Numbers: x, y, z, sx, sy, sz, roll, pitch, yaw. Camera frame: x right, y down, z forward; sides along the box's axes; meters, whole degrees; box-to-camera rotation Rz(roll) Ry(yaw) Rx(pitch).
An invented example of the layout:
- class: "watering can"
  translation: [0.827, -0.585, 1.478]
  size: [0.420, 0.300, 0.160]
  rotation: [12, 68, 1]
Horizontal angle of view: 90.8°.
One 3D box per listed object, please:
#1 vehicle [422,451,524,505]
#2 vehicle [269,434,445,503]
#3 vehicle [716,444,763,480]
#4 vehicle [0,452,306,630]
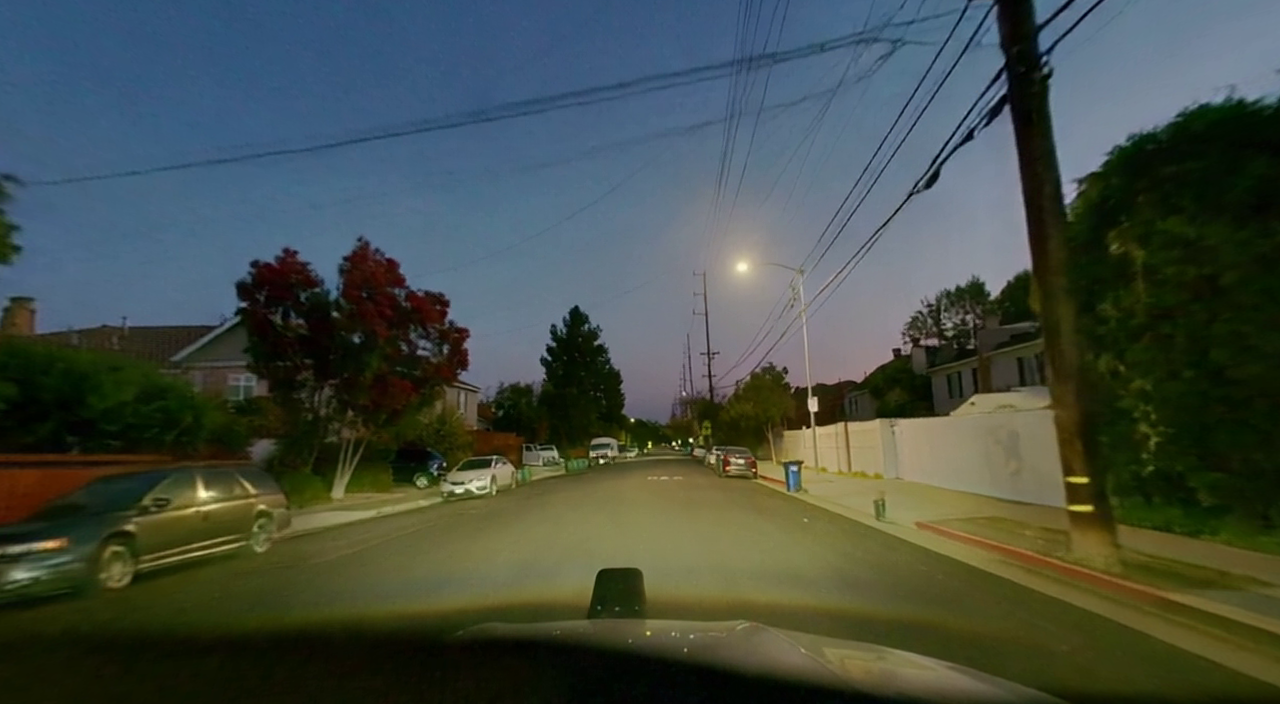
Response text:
- class: "vehicle"
  translation: [-5.875, 4.468, 22.883]
  size: [2.062, 1.500, 4.629]
  rotation: [-4, -8, 5]
- class: "vehicle"
  translation: [-10.422, 4.312, 24.114]
  size: [2.416, 2.211, 6.384]
  rotation: [-3, -9, 17]
- class: "vehicle"
  translation: [4.543, 5.062, 29.378]
  size: [1.903, 1.500, 4.057]
  rotation: [-1, -8, 5]
- class: "vehicle"
  translation: [-6.756, 2.201, 8.319]
  size: [2.061, 1.466, 4.660]
  rotation: [-4, -7, 3]
